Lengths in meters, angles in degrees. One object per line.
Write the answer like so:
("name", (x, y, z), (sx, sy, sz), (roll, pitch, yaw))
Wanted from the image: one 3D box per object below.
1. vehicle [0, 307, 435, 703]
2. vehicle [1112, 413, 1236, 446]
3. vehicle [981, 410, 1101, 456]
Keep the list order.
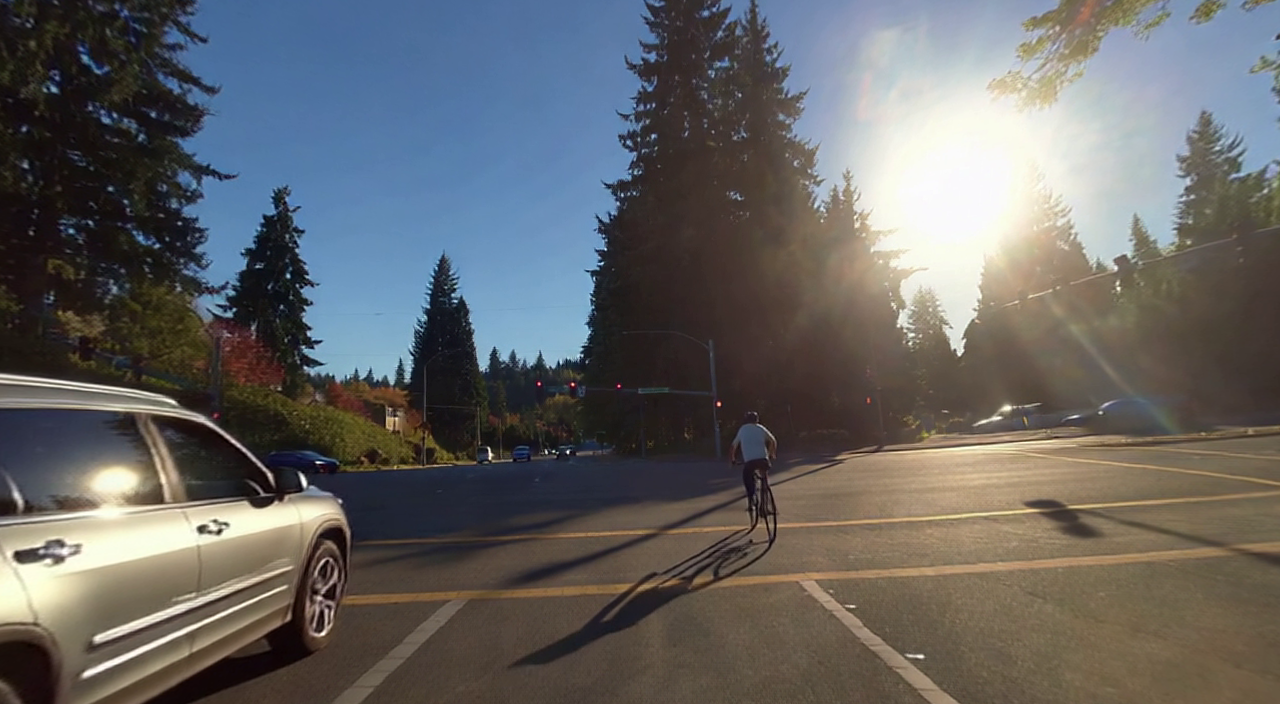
("vehicle", (-2.960, 0.990, 3.533), (2.049, 1.756, 4.602), (0, -8, 0))
("vehicle", (25.740, 3.778, 30.415), (4.716, 1.507, 1.904), (2, -9, -11))
("vehicle", (18.576, 3.788, 29.309), (4.237, 1.948, 1.997), (0, -9, -9))
